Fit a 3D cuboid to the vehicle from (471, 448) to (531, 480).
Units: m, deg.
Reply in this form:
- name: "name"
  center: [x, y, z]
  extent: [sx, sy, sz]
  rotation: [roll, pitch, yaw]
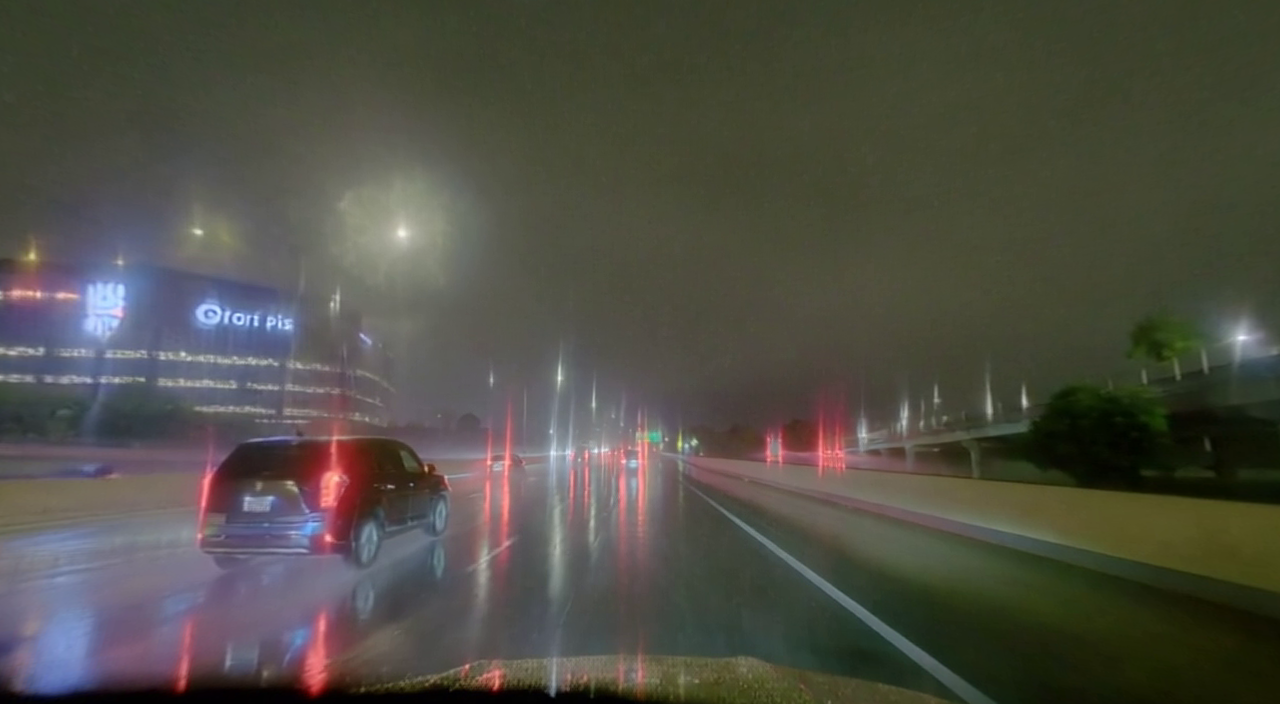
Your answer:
- name: "vehicle"
  center: [-7.196, 5.836, 33.177]
  extent: [1.998, 1.542, 4.953]
  rotation: [0, -9, 1]

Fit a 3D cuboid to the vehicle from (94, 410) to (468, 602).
- name: "vehicle"
  center: [-3.896, 1.744, 8.057]
  extent: [2.059, 1.725, 4.521]
  rotation: [0, -9, 1]

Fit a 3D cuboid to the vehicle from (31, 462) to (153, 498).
- name: "vehicle"
  center: [-27.982, 6.528, 32.421]
  extent: [1.981, 1.585, 4.761]
  rotation: [0, -9, 0]
